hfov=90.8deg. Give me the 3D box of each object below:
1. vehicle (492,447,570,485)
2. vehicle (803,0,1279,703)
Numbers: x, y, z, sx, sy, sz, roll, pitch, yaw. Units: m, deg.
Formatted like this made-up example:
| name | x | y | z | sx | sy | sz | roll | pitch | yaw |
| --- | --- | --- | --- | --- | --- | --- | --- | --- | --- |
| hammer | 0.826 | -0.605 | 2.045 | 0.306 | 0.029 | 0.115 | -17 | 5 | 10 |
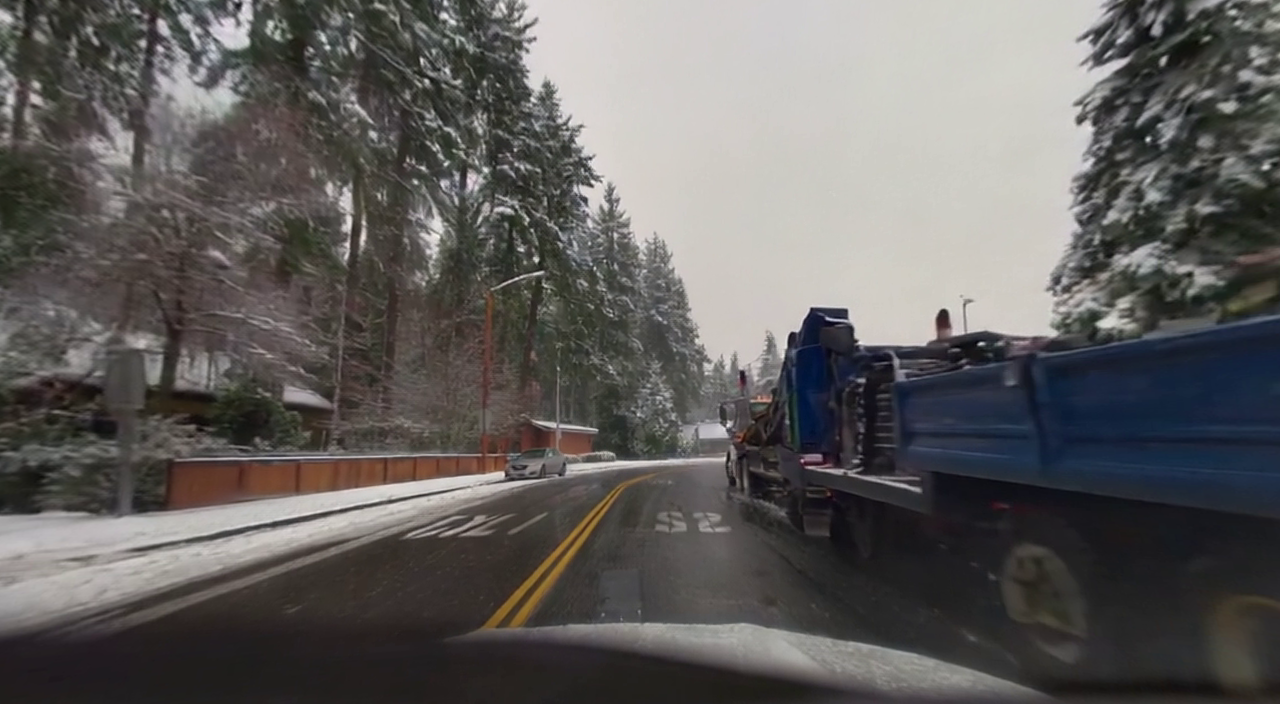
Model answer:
| name | x | y | z | sx | sy | sz | roll | pitch | yaw |
| --- | --- | --- | --- | --- | --- | --- | --- | --- | --- |
| vehicle | -4.525 | 4.787 | 26.927 | 1.930 | 1.487 | 4.213 | -2 | -9 | 10 |
| vehicle | 3.864 | 0.325 | 4.491 | 3.107 | 3.379 | 8.460 | -1 | -8 | 0 |
